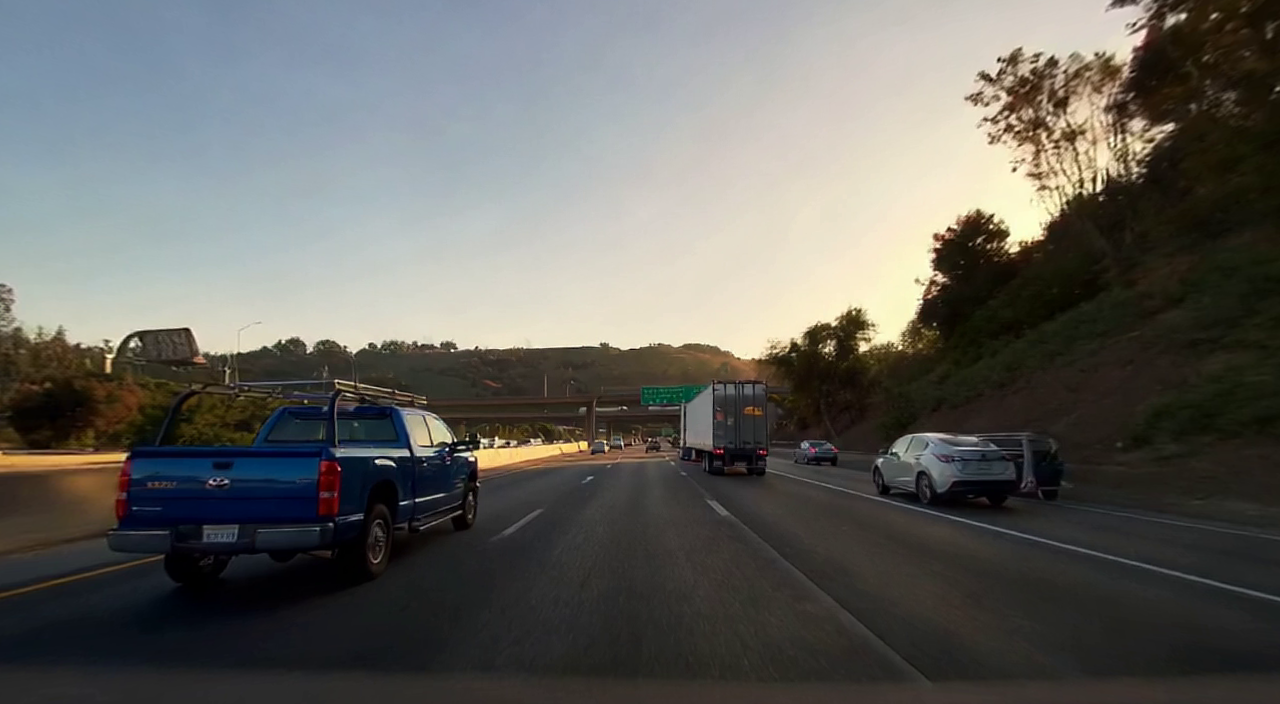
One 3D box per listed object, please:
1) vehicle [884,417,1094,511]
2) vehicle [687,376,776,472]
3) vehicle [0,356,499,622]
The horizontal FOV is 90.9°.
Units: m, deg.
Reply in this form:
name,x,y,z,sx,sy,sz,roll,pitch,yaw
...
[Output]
name,x,y,z,sx,sy,sz,roll,pitch,yaw
vehicle,7.330,2.412,13.973,1.999,1.700,4.640,0,-8,0
vehicle,4.361,3.999,33.286,2.885,4.036,12.891,0,-8,1
vehicle,-3.880,1.524,8.095,2.599,2.054,6.288,0,-9,1
